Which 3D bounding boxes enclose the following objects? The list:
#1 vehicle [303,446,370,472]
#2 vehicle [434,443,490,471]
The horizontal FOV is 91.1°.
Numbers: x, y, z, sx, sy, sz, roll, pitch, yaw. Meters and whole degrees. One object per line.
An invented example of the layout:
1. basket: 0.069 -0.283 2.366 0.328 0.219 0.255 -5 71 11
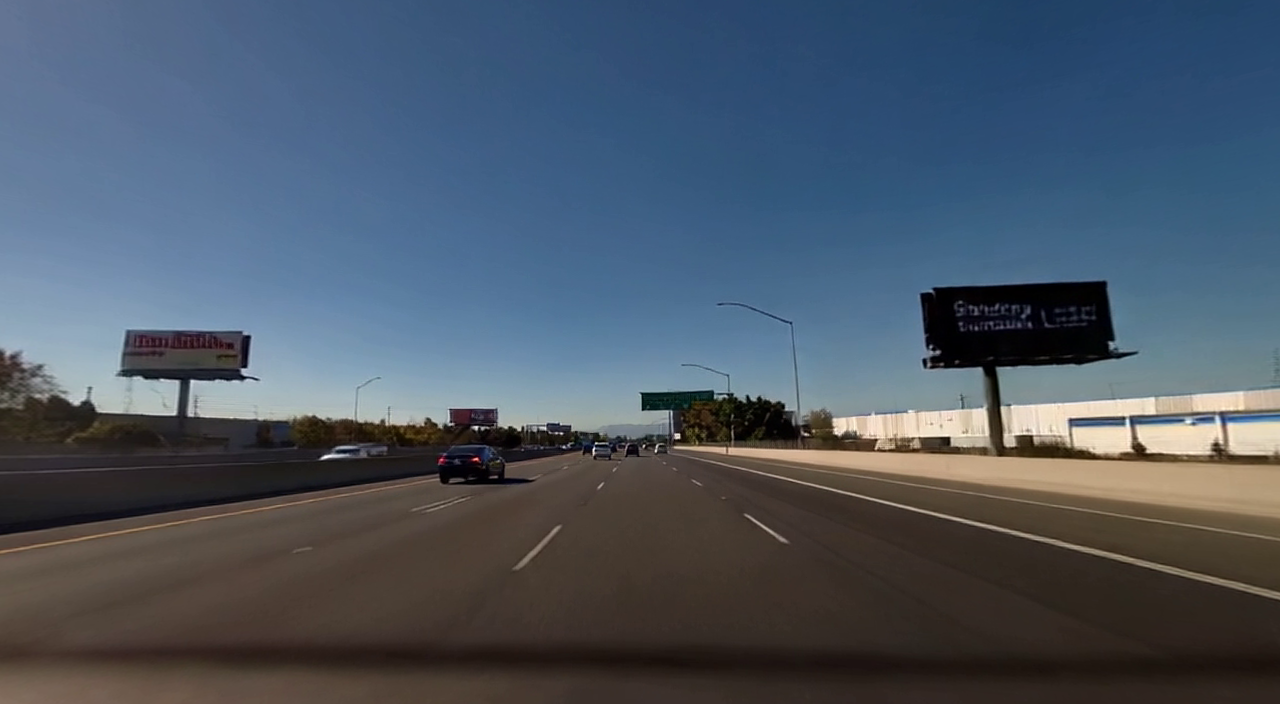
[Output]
1. vehicle: -19.178 6.731 39.888 1.971 1.522 4.463 0 -8 0
2. vehicle: -10.351 6.115 36.918 1.974 1.513 4.584 0 -8 0
